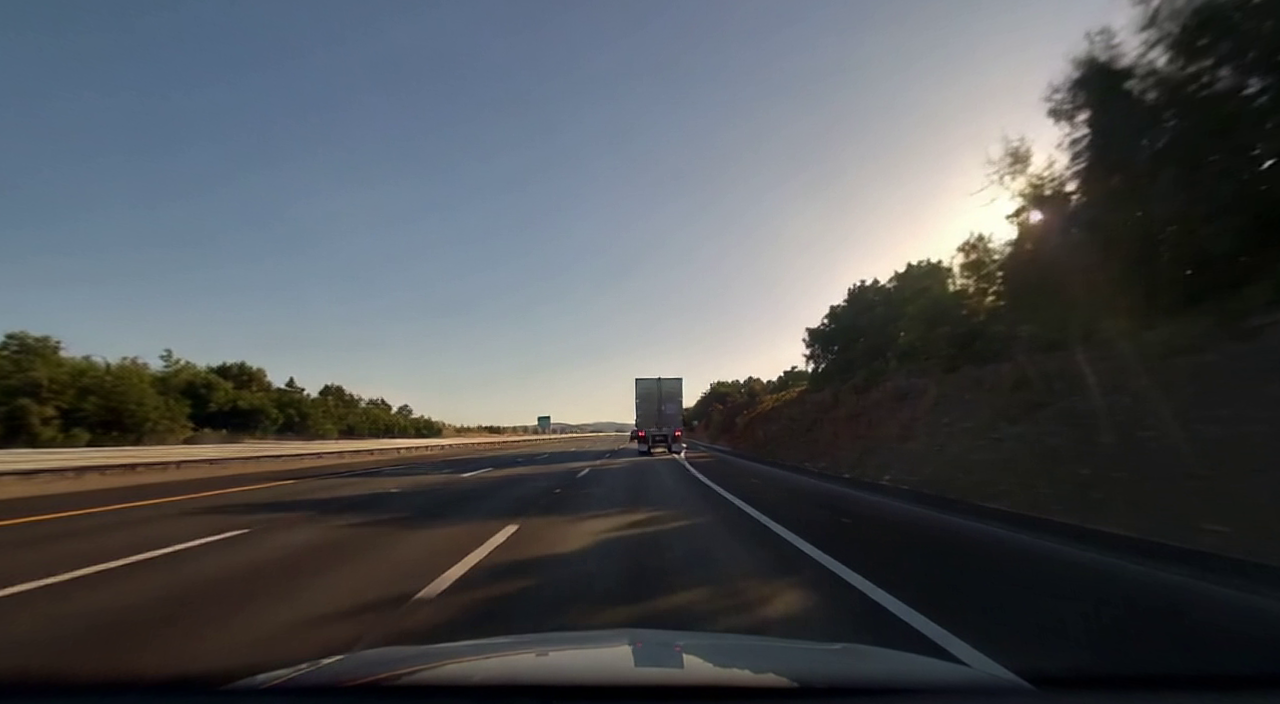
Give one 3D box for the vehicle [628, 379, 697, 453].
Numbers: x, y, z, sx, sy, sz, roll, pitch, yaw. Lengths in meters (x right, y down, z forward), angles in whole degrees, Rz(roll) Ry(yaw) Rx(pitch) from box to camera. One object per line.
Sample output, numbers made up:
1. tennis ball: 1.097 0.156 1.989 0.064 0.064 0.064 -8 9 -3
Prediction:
1. vehicle: 1.258 4.034 37.839 3.446 3.698 12.089 0 -8 1
